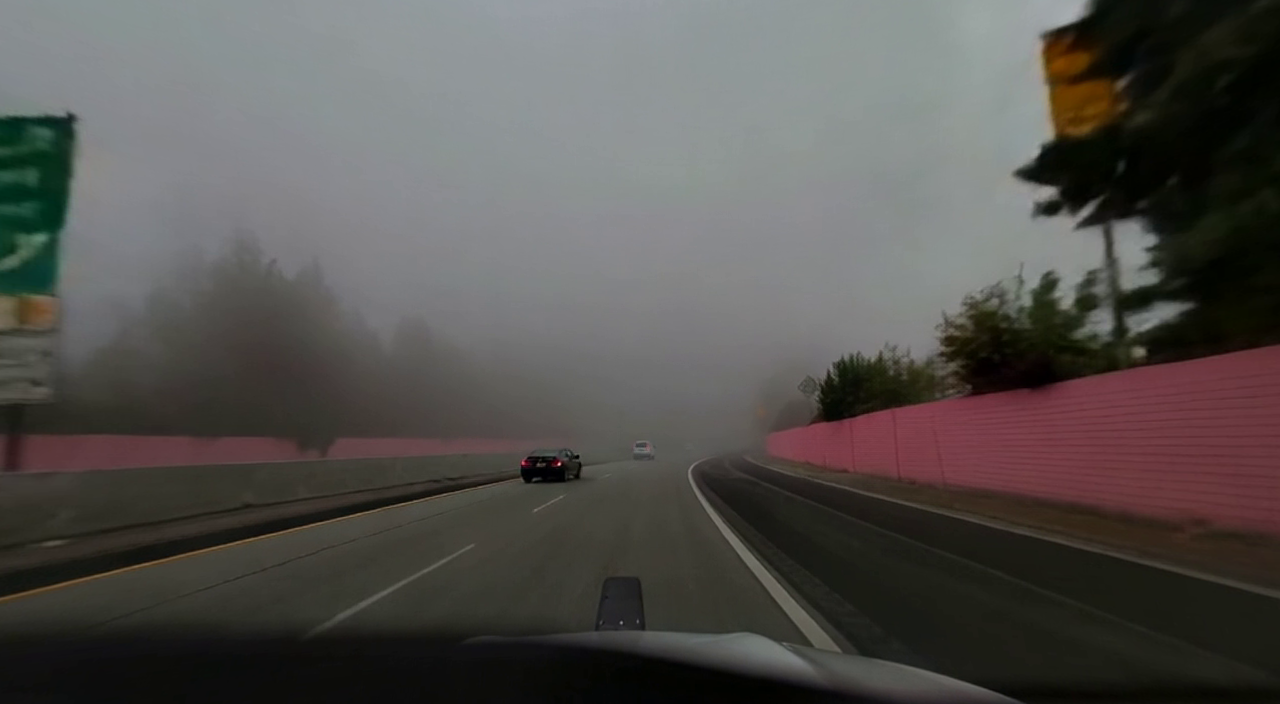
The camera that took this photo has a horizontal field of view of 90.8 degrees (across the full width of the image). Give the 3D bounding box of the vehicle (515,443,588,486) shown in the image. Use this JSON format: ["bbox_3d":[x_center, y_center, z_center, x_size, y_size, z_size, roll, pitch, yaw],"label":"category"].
[{"bbox_3d":[-3.137,4.082,23.206,1.746,1.405,4.339,-1,-9,4],"label":"vehicle"}]
